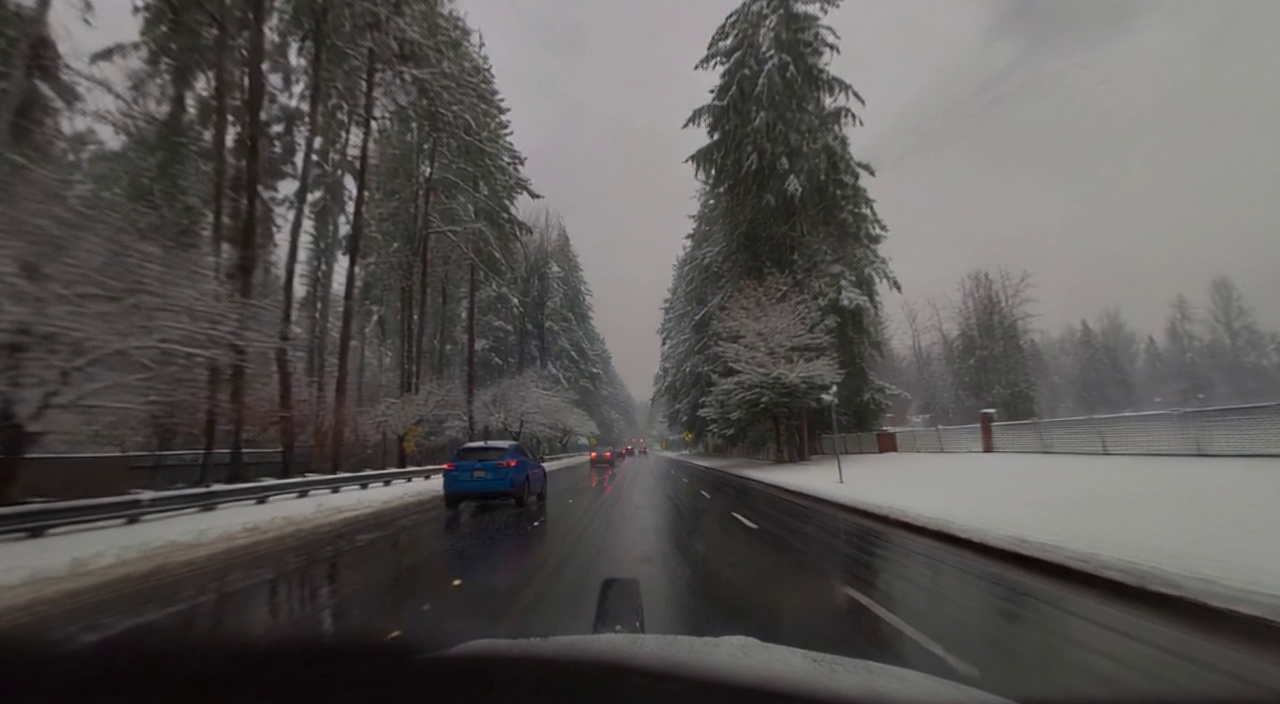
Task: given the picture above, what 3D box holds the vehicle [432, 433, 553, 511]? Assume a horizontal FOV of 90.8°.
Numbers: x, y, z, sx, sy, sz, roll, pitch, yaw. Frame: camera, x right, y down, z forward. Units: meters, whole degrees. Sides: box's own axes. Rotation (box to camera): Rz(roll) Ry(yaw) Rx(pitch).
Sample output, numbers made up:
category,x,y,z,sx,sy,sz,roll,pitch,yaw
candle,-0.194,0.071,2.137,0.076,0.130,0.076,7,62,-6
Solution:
category,x,y,z,sx,sy,sz,roll,pitch,yaw
vehicle,-3.477,2.925,15.832,1.919,1.650,4.546,0,-9,0
